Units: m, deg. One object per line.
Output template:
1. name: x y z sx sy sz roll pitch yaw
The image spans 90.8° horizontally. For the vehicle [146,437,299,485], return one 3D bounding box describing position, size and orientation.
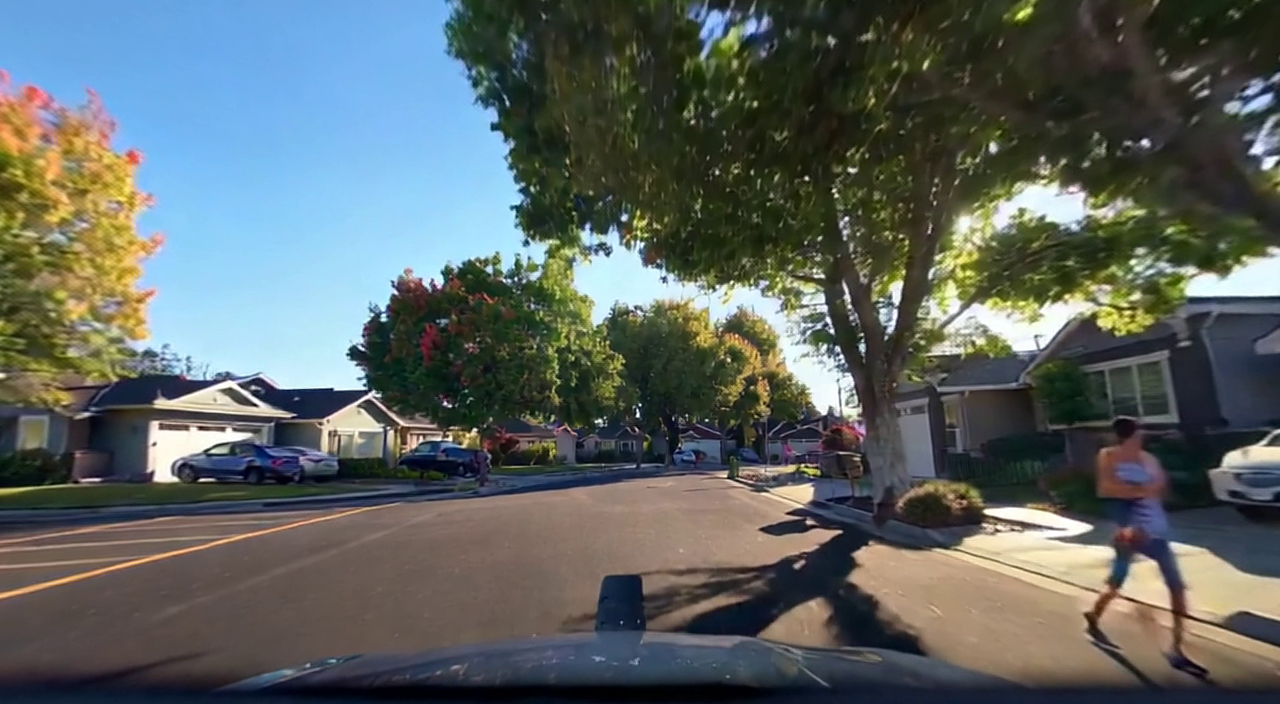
1. vehicle: -16.685 4.374 25.475 4.581 1.811 2.145 0 -9 -2
